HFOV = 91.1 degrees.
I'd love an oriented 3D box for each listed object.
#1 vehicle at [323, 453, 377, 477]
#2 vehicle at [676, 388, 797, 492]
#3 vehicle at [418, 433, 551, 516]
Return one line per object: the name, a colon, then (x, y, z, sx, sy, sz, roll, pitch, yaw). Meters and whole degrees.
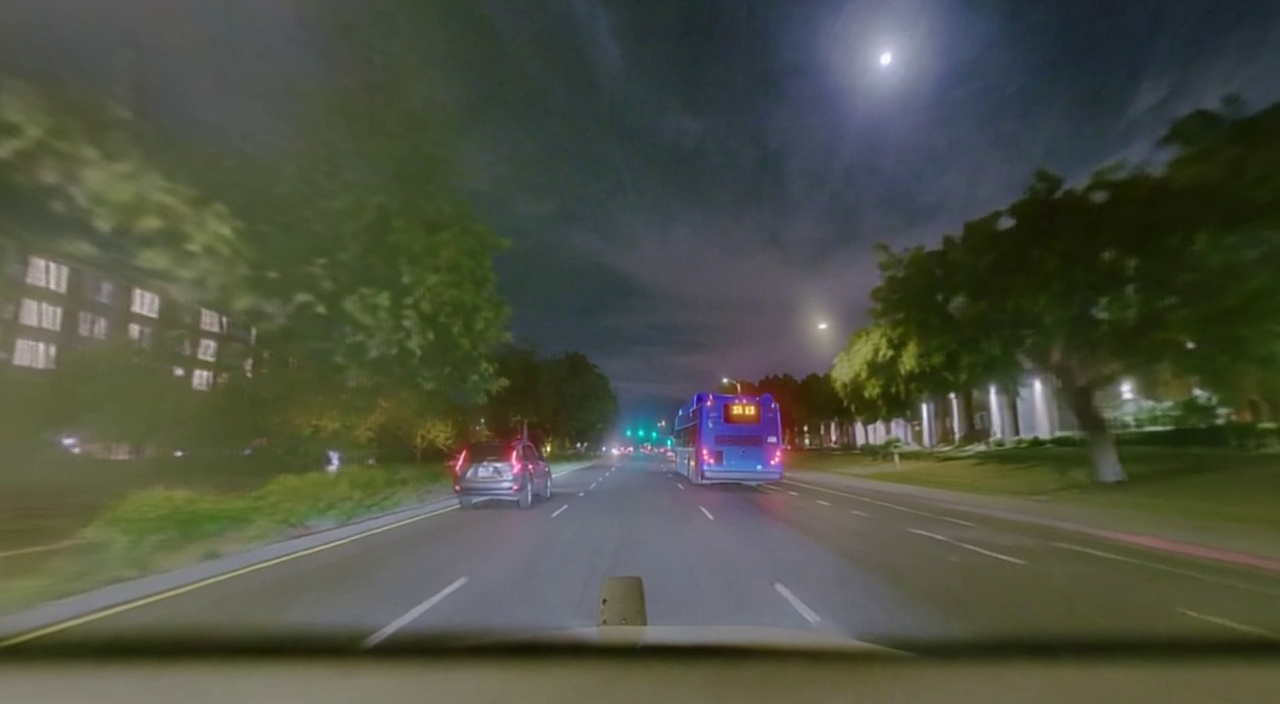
vehicle: (-22.338, 8.697, 48.518, 2.018, 1.648, 4.631, 0, -8, -1)
vehicle: (3.404, 3.719, 26.254, 3.072, 3.278, 12.747, 0, -8, 0)
vehicle: (-3.663, 2.969, 15.741, 2.111, 1.767, 4.333, 0, -8, 1)
